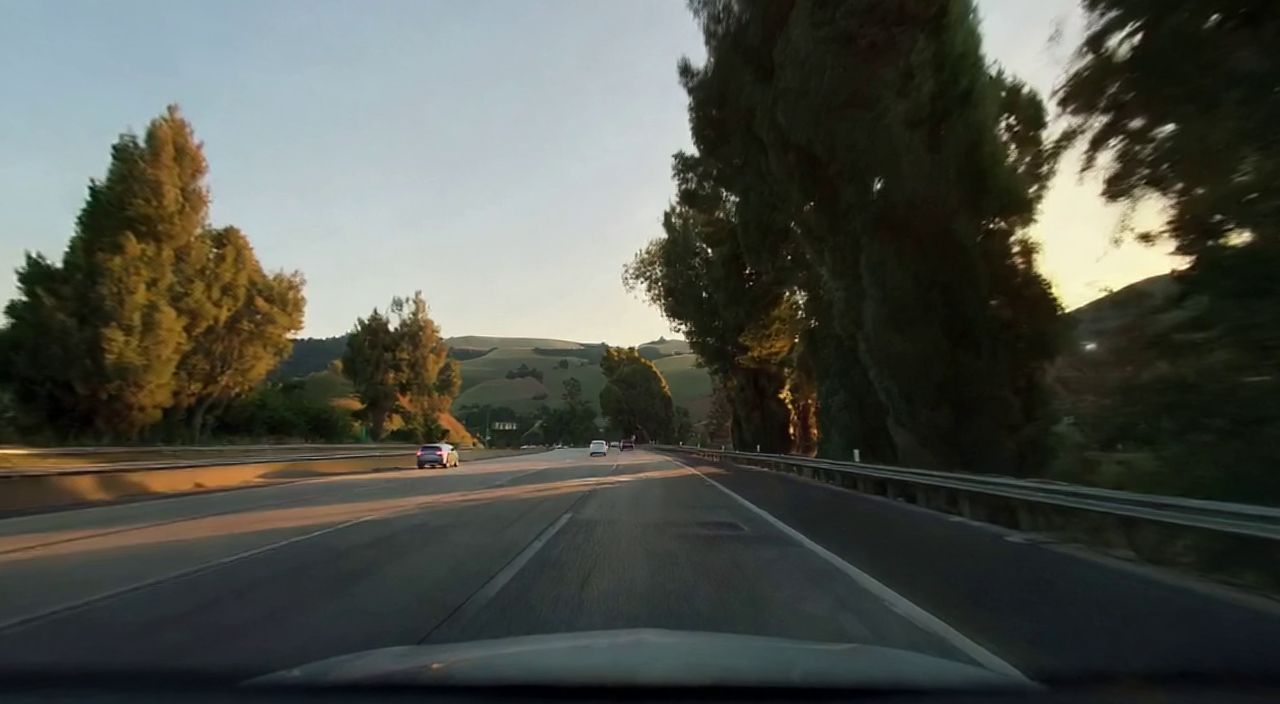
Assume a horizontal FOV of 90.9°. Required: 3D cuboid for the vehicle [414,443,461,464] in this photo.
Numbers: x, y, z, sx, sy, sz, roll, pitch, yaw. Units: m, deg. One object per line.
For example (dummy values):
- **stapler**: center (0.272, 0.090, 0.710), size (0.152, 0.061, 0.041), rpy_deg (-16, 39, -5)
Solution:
- **vehicle**: center (-14.925, 7.461, 46.646), size (2.036, 1.479, 4.418), rpy_deg (0, -8, -1)
